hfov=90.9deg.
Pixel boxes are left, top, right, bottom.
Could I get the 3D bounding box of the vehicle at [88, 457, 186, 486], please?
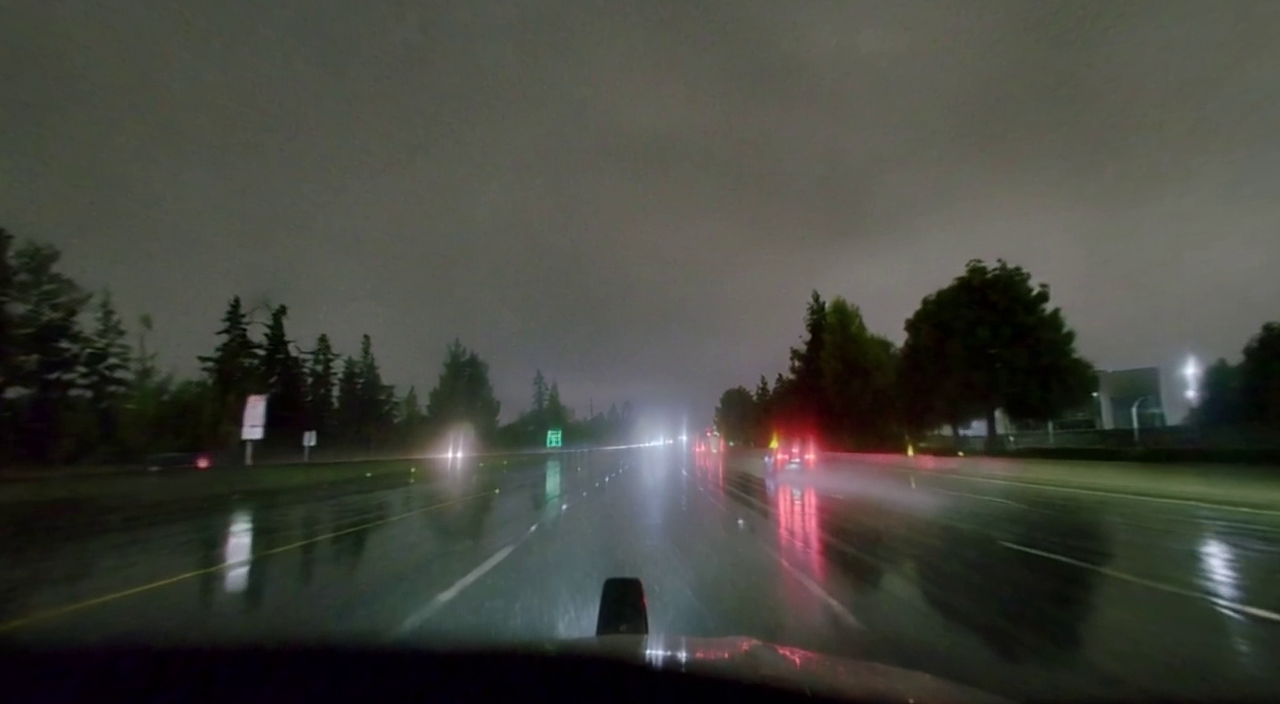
[{"bbox_3d":[-28.212,6.682,35.591,1.725,1.445,4.637,-1,-9,1],"label":"vehicle"}]
